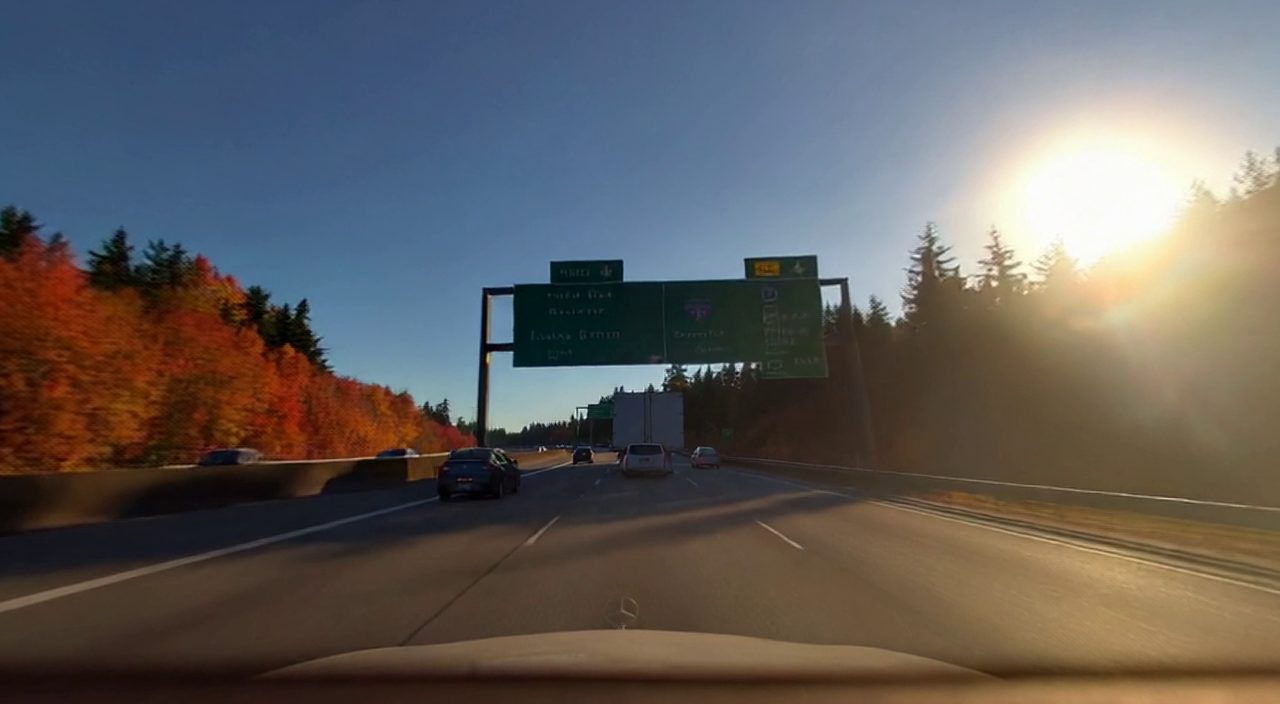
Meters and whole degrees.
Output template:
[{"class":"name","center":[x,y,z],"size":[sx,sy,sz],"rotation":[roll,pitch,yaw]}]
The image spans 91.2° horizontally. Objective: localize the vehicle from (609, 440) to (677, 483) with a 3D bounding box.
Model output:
[{"class":"vehicle","center":[0.092,4.591,26.548],"size":[2.634,1.679,4.070],"rotation":[0,-9,0]}]

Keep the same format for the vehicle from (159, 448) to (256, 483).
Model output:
[{"class":"vehicle","center":[-22.094,5.782,32.255],"size":[1.919,1.671,4.274],"rotation":[0,-9,0]}]

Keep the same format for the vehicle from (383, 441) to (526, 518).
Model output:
[{"class":"vehicle","center":[-4.024,2.821,14.410],"size":[2.017,1.469,4.113],"rotation":[0,-9,0]}]

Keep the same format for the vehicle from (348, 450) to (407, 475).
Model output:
[{"class":"vehicle","center":[-18.063,7.599,43.343],"size":[2.003,1.593,4.777],"rotation":[0,-9,0]}]

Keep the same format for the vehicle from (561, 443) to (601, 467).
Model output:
[{"class":"vehicle","center":[-4.371,7.754,47.174],"size":[2.545,1.679,4.267],"rotation":[0,-9,0]}]

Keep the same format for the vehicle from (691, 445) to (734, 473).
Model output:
[{"class":"vehicle","center":[4.262,6.349,37.457],"size":[2.035,1.571,4.413],"rotation":[0,-9,0]}]
